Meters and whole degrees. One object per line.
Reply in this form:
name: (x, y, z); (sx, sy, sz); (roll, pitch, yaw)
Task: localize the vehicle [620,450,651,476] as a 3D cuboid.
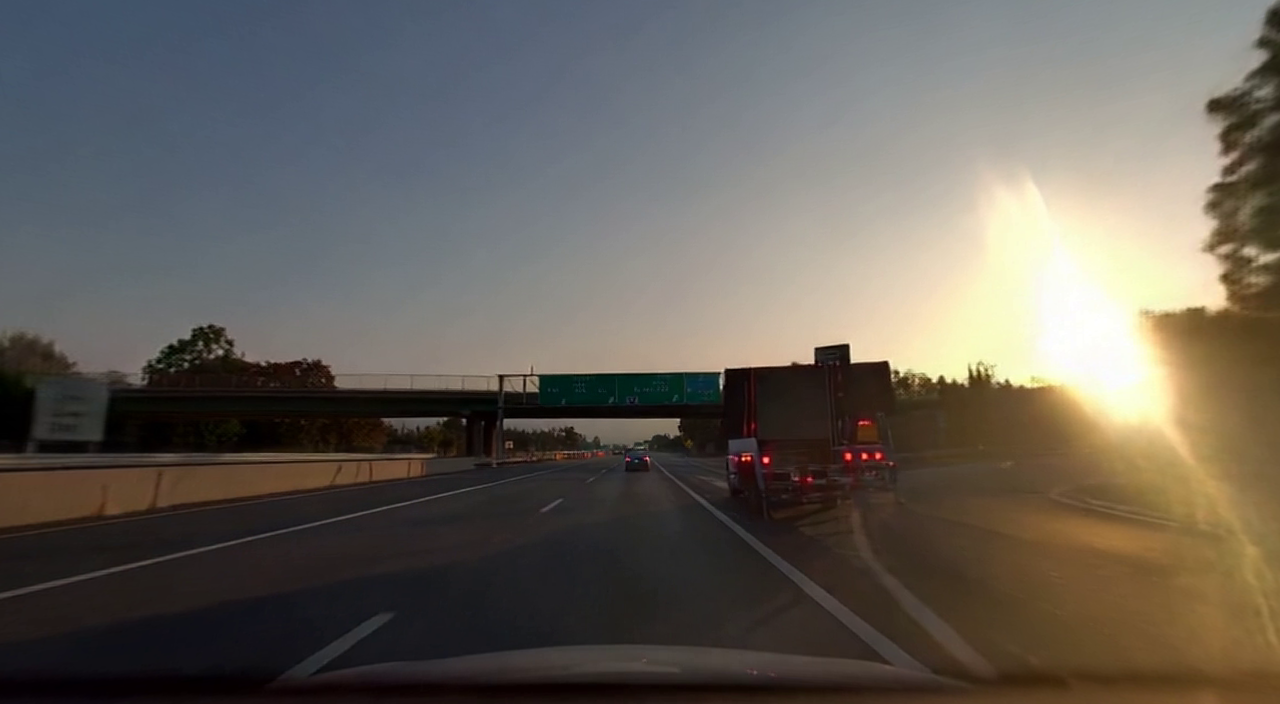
vehicle: (-0.233, 6.576, 37.676); (1.695, 1.437, 3.506); (0, -9, 2)
